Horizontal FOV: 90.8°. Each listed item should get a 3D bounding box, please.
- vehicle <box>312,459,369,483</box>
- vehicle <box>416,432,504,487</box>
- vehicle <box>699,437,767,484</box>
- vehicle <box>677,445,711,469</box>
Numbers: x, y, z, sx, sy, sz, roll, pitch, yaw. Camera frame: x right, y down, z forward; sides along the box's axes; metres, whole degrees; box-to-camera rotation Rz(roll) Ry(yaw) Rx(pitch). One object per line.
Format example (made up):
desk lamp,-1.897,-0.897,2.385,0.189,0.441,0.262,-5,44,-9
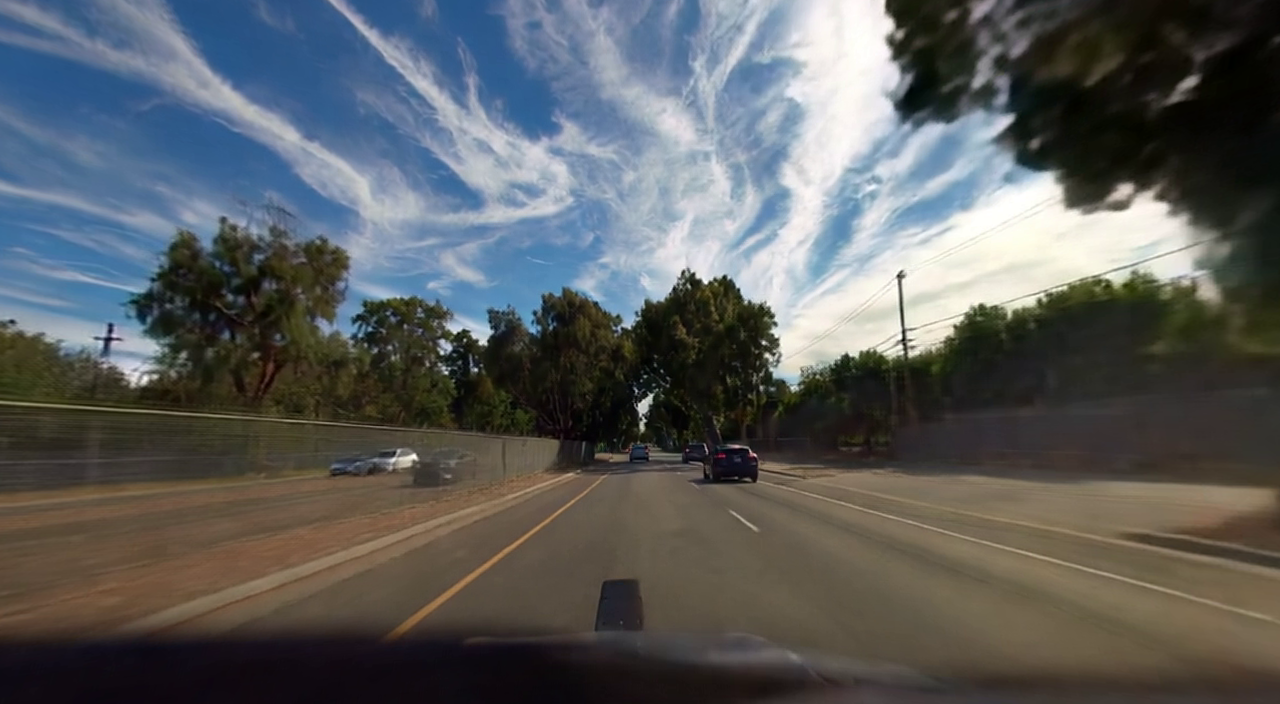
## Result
vehicle,-22.021,8.769,46.707,2.005,1.567,4.461,0,-8,0
vehicle,-8.935,5.345,31.576,3.613,2.628,2.227,0,-9,2
vehicle,3.881,4.636,27.228,2.112,1.825,4.574,0,-9,-2
vehicle,3.816,7.533,45.518,2.012,1.653,4.115,0,-9,-1
